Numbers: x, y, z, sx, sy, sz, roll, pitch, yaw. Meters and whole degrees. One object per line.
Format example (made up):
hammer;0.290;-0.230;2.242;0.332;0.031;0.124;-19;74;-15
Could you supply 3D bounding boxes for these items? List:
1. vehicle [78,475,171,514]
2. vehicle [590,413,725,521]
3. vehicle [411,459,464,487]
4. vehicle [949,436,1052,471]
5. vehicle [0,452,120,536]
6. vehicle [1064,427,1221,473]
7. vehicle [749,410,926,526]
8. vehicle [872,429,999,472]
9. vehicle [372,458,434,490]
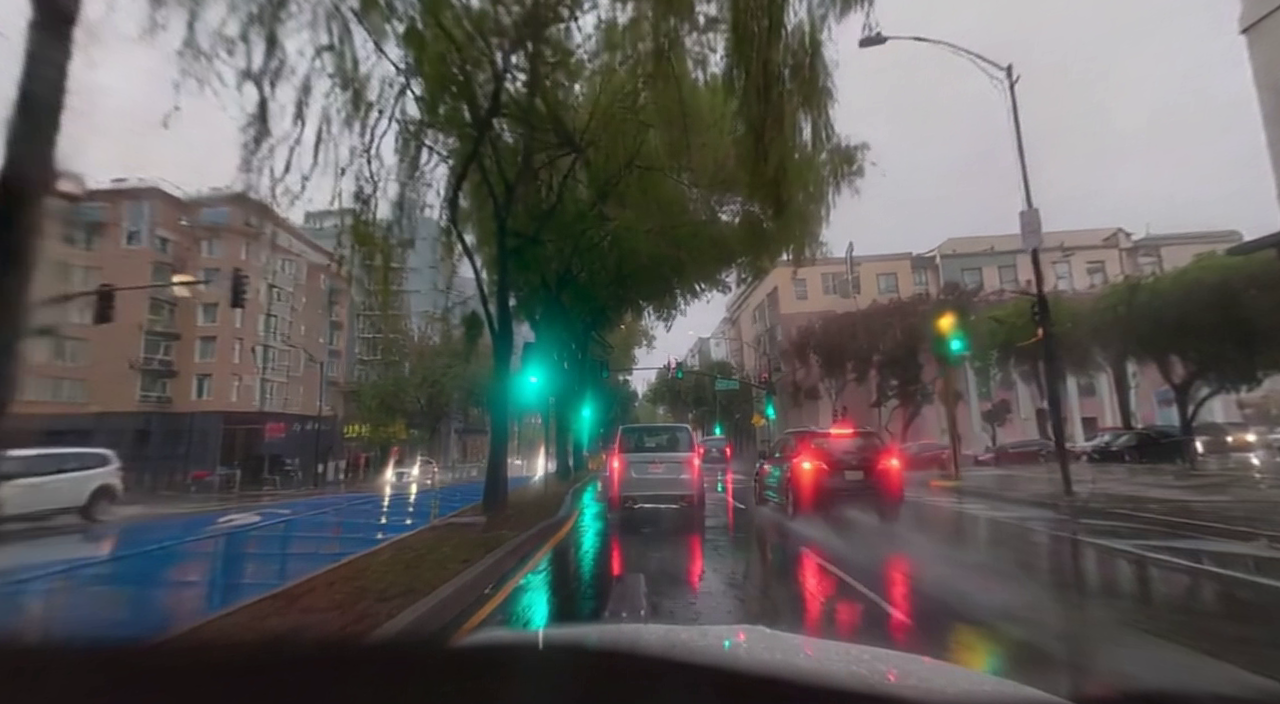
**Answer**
vehicle;-27.520;7.600;33.725;3.416;1.466;1.840;-6;-6;-1
vehicle;0.304;2.190;12.439;2.209;1.748;4.130;0;-9;1
vehicle;-13.263;7.961;41.627;2.035;1.619;4.327;0;-9;1
vehicle;18.987;5.350;33.369;4.279;1.772;1.851;0;-9;0
vehicle;-17.624;3.744;16.661;2.267;2.097;6.350;0;-9;1
vehicle;18.997;3.735;24.004;4.248;1.642;1.961;0;-9;0
vehicle;3.364;2.071;11.685;1.939;1.746;4.091;0;-9;0
vehicle;14.355;4.829;30.952;5.156;2.005;2.122;-1;-9;7
vehicle;-17.090;8.806;45.846;2.185;1.998;5.820;0;-9;0
